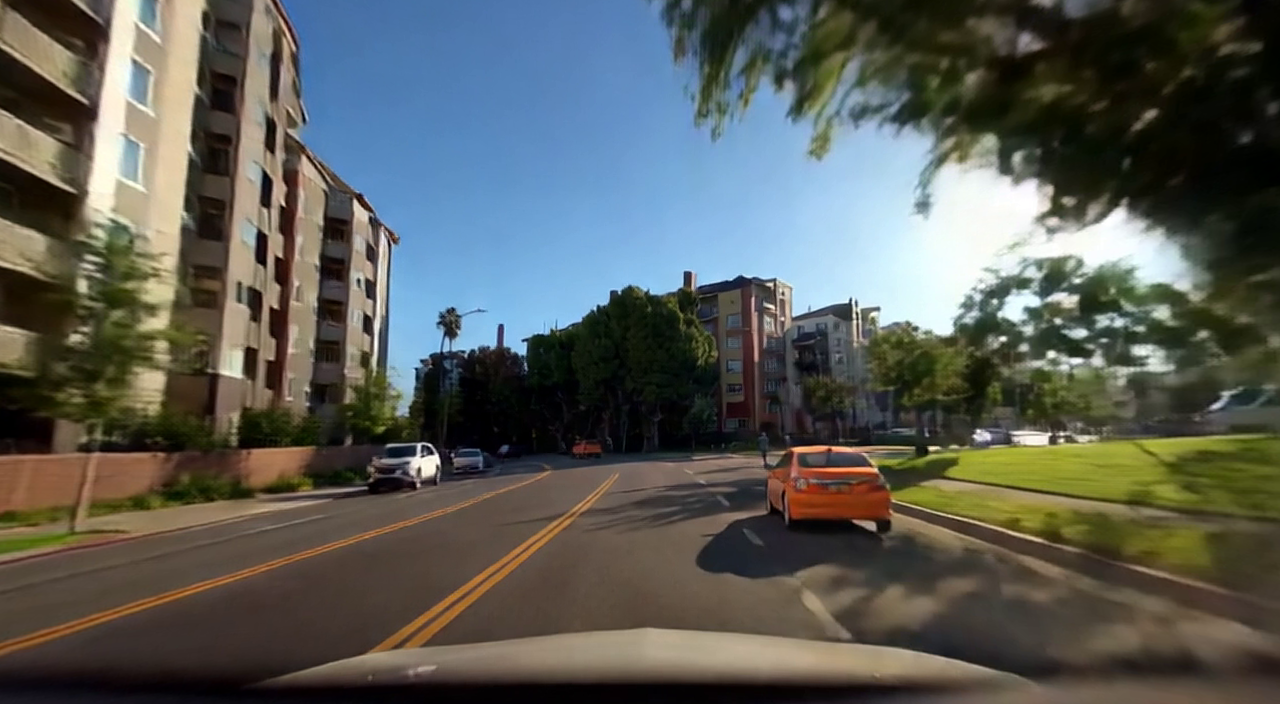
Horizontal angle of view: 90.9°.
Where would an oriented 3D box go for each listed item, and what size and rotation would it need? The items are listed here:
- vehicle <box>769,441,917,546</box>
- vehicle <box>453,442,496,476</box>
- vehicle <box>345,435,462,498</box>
[{"bbox_3d":[2.928,2.071,9.576,1.559,1.351,2.452,-1,-10,4],"label":"vehicle"},{"bbox_3d":[-9.237,5.936,35.386,1.994,1.697,4.436,1,-8,-11],"label":"vehicle"},{"bbox_3d":[-8.640,4.202,23.586,2.347,1.846,4.915,-6,-9,1],"label":"vehicle"}]
